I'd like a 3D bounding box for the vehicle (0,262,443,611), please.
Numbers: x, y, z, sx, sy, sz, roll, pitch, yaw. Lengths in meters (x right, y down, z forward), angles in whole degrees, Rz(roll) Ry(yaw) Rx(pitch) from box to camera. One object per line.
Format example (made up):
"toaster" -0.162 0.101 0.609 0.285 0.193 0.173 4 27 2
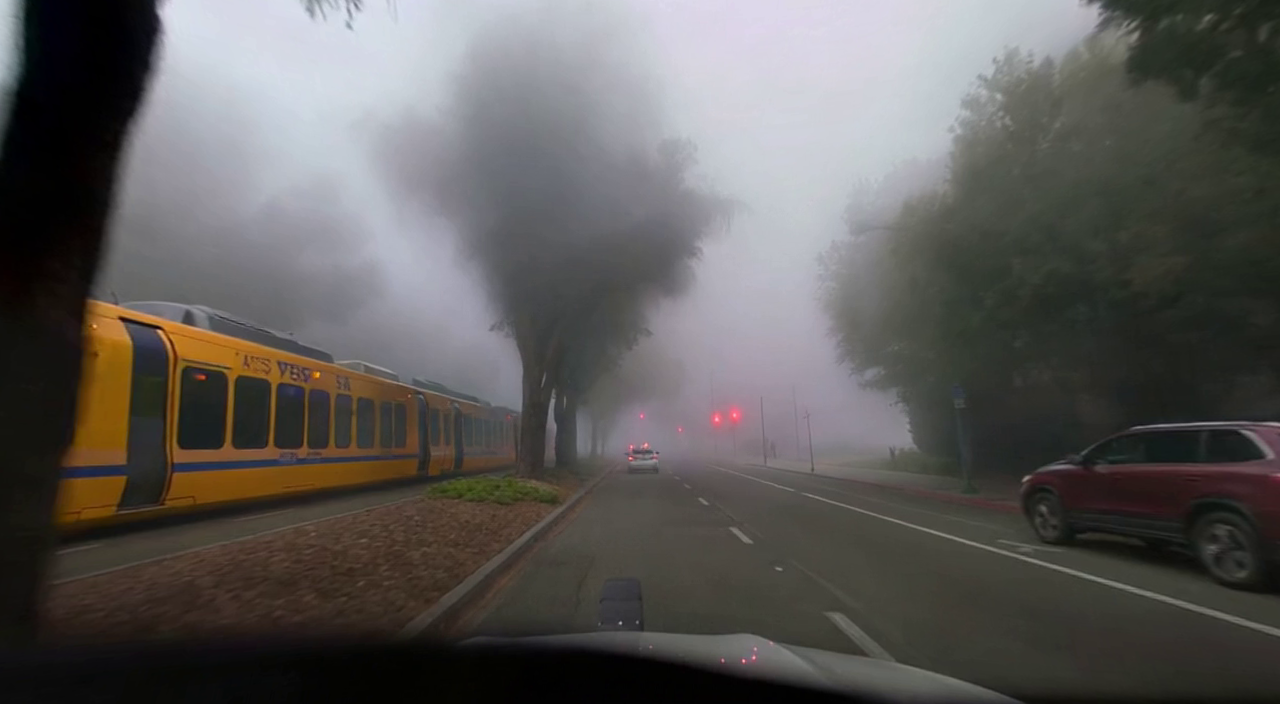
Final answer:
"vehicle" -7.800 1.633 13.487 2.897 3.700 13.528 0 -7 0

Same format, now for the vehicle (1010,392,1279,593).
"vehicle" 6.820 1.466 7.089 2.201 1.779 5.076 0 -8 0

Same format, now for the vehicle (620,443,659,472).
"vehicle" -0.020 5.756 34.748 2.002 1.471 4.337 0 -8 0
